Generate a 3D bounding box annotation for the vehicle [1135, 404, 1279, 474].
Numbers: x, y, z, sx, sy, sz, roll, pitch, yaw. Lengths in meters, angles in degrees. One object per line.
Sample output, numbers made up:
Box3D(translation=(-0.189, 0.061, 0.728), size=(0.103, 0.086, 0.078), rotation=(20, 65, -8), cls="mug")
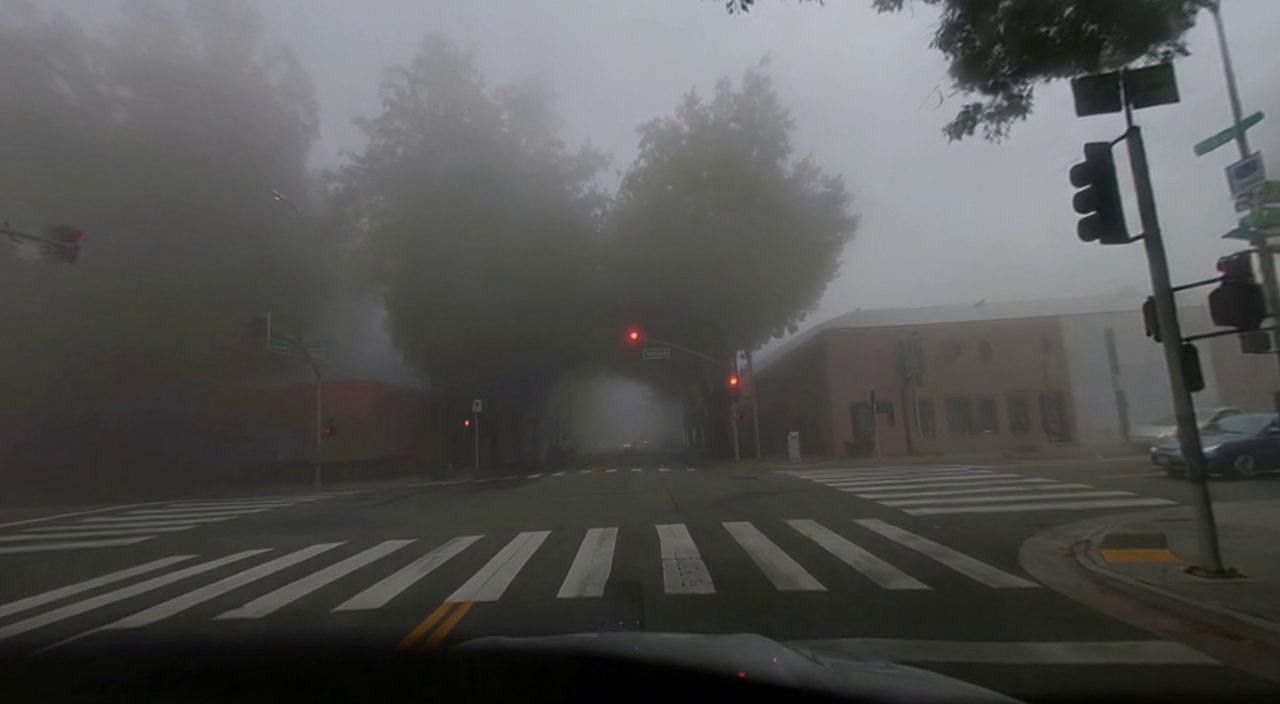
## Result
Box3D(translation=(14.450, 2.003, 14.460), size=(4.632, 1.484, 1.907), rotation=(0, -8, -1), cls="vehicle")
